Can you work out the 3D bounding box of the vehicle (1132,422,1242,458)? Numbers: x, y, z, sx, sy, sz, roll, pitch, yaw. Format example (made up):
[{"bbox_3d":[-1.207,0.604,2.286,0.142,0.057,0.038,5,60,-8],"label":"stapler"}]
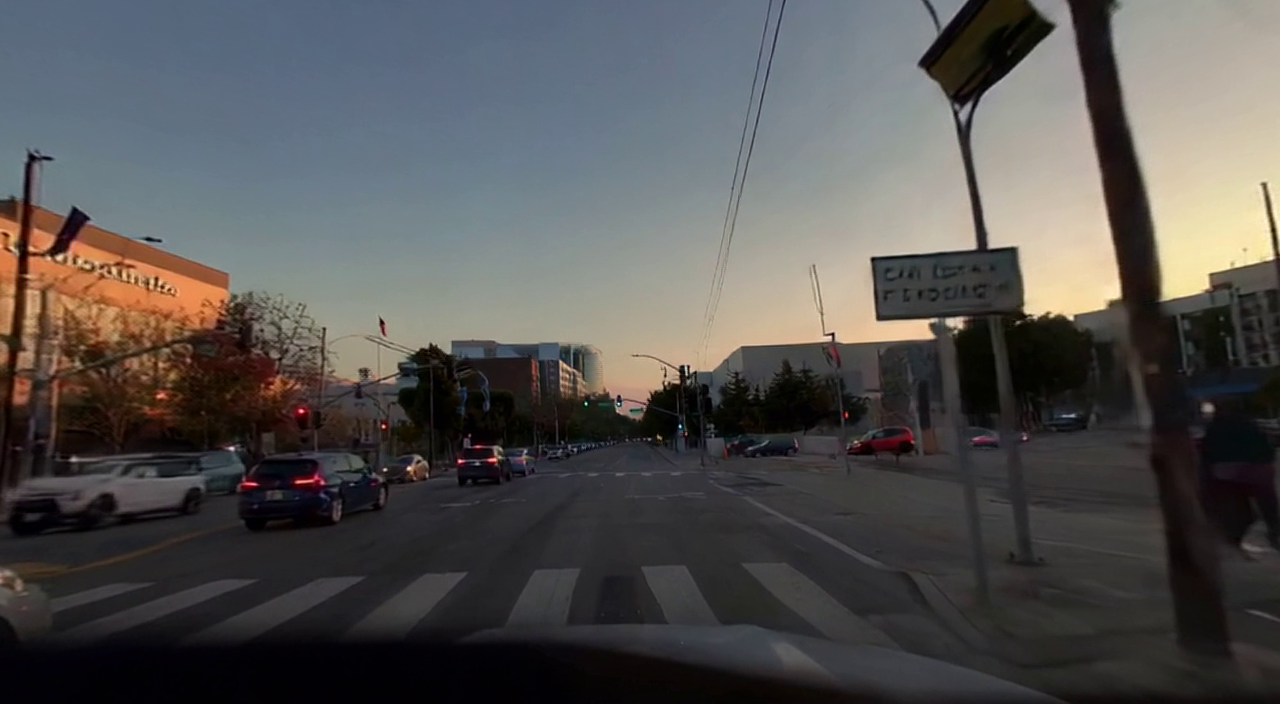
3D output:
[{"bbox_3d":[25.188,4.115,29.147,1.690,1.559,3.521,0,-9,-6],"label":"vehicle"}]

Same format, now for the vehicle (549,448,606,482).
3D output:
[{"bbox_3d":[-2.855,5.271,29.709,2.147,1.472,4.406,0,-8,1],"label":"vehicle"}]

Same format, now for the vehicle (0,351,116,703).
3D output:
[{"bbox_3d":[-3.159,0.561,0.180,2.042,1.673,4.516,0,-8,1],"label":"vehicle"}]

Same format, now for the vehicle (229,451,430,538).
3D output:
[{"bbox_3d":[-6.358,2.930,13.675,1.960,1.479,4.654,0,-8,0],"label":"vehicle"}]

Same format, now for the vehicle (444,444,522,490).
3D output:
[{"bbox_3d":[-6.209,4.567,25.370,2.012,1.664,3.917,0,-8,2],"label":"vehicle"}]
